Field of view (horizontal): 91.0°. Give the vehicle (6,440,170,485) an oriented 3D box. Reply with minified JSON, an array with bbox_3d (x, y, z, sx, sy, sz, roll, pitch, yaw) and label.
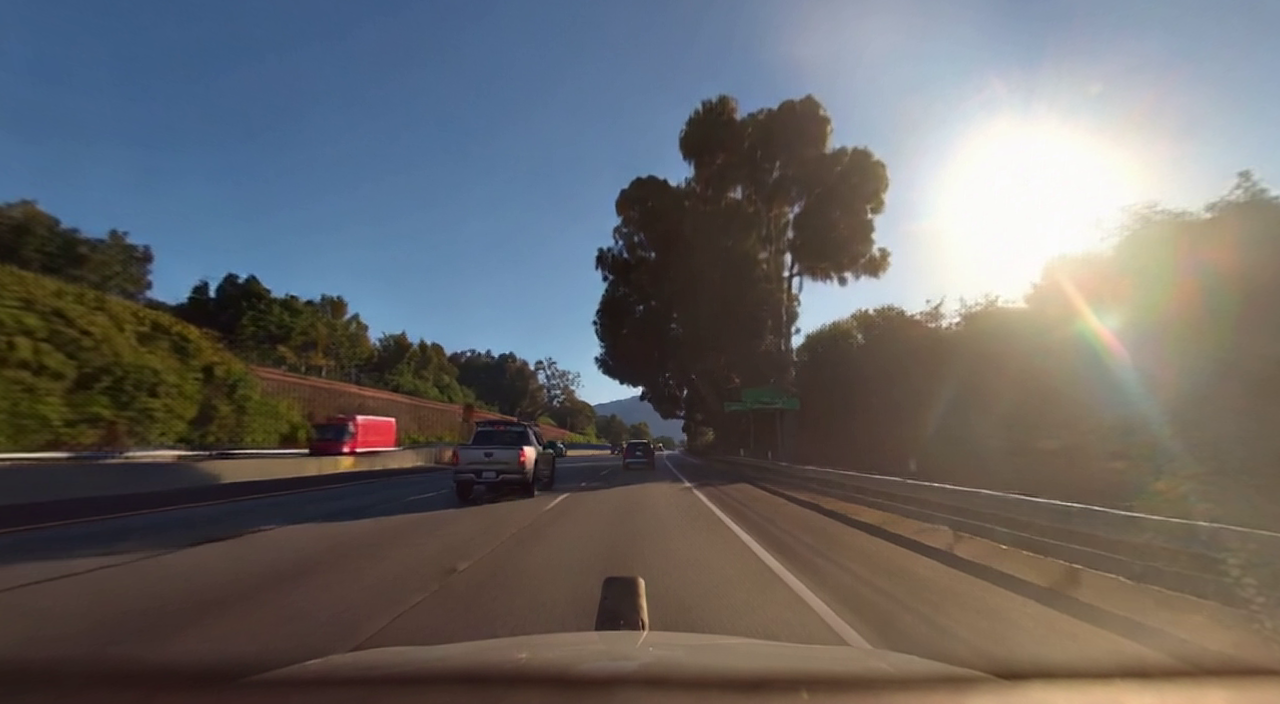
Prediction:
[{"bbox_3d":[-20.773,4.165,24.052,1.903,1.547,4.705,0,-9,1],"label":"vehicle"}]

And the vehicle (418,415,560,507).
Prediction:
[{"bbox_3d":[-3.557,2.700,16.023,2.250,1.947,4.860,0,-9,2],"label":"vehicle"}]

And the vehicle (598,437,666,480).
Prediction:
[{"bbox_3d":[-0.245,4.648,27.735,2.715,1.669,5.163,0,-9,1],"label":"vehicle"}]
